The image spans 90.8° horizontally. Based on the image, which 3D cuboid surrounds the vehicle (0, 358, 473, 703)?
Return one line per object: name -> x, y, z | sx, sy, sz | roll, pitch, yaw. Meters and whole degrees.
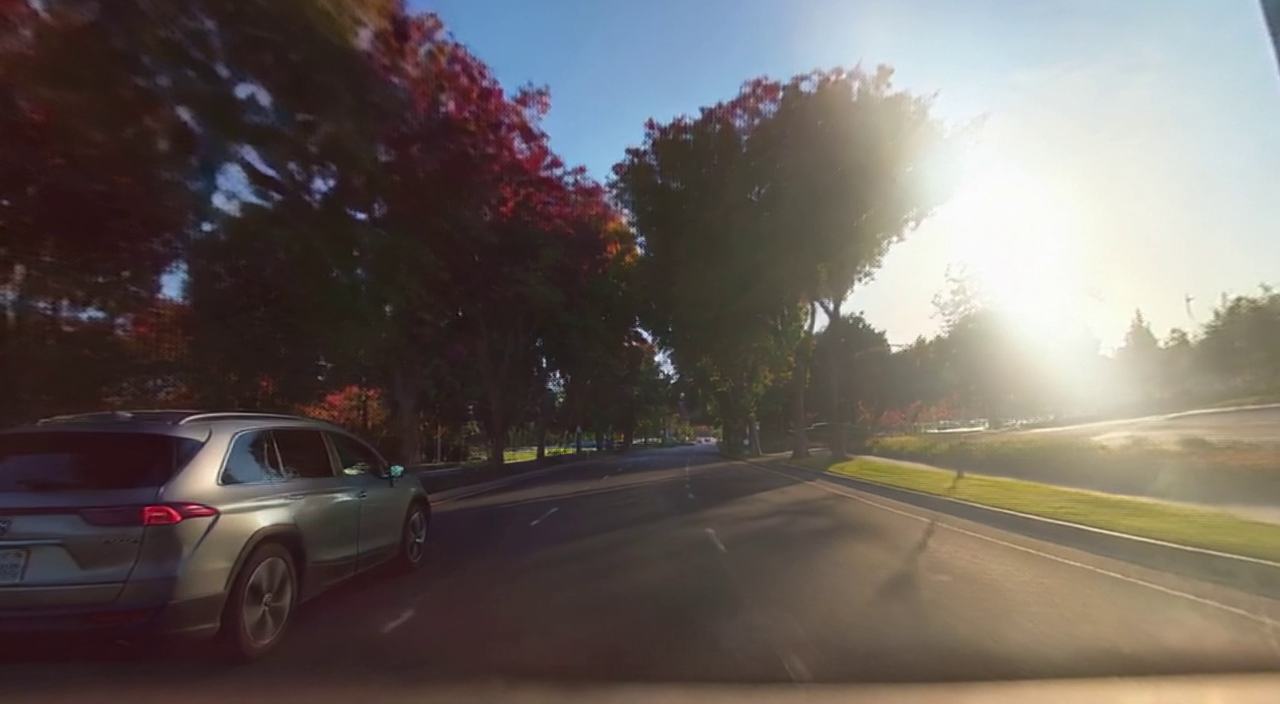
vehicle -> -3.005, 1.207, 4.884 | 2.067, 1.700, 4.561 | 0, -8, 2
